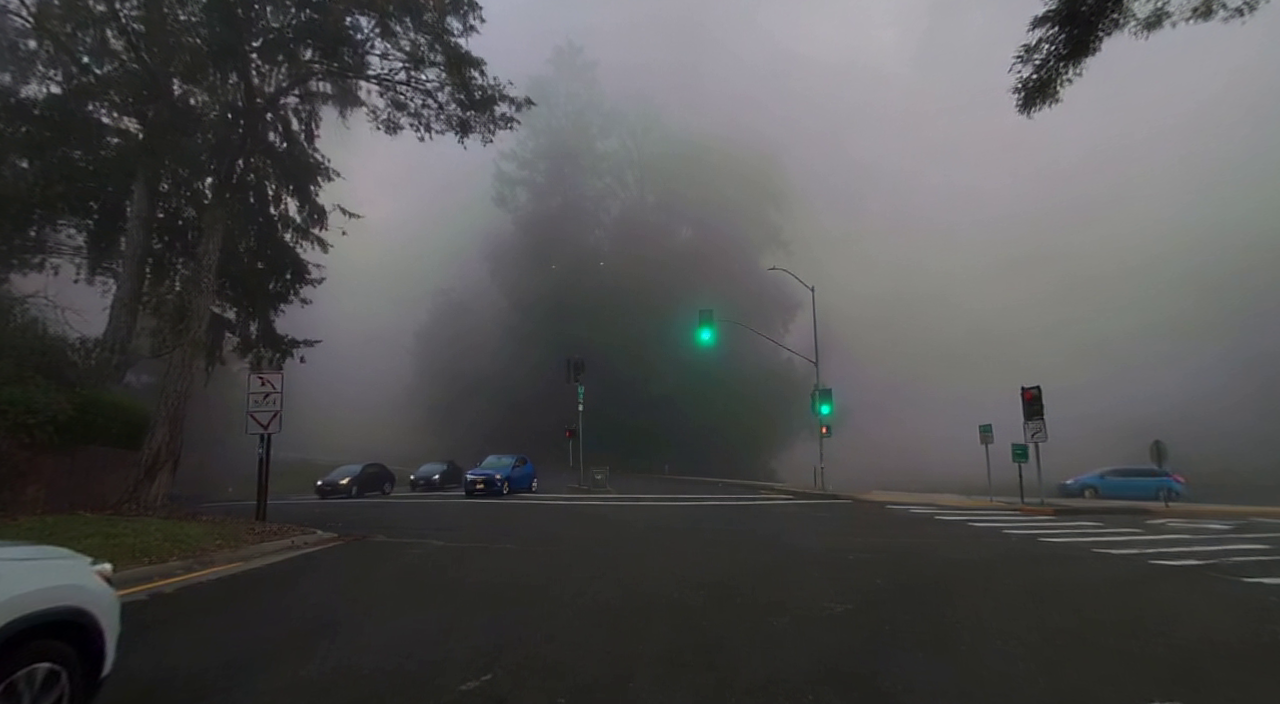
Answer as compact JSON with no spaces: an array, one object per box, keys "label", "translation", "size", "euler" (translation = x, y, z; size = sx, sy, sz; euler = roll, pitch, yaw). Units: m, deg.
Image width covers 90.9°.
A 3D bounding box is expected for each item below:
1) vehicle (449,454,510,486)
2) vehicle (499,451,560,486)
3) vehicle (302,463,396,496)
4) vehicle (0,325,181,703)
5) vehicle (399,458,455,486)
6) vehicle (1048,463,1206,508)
[{"label":"vehicle","translation":[-8.049,5.973,32.092],"size":[1.960,1.433,4.213],"euler":[0,-8,1]},{"label":"vehicle","translation":[-5.172,5.532,30.254],"size":[2.107,1.456,4.728],"euler":[0,-8,0]},{"label":"vehicle","translation":[-18.340,8.023,40.018],"size":[2.050,1.755,5.135],"euler":[-5,-10,28]},{"label":"vehicle","translation":[-3.475,0.579,0.846],"size":[2.242,1.761,4.505],"euler":[0,-8,1]},{"label":"vehicle","translation":[-16.334,9.218,48.530],"size":[2.111,1.925,4.507],"euler":[-2,-9,10]},{"label":"vehicle","translation":[19.865,5.442,25.954],"size":[4.571,1.621,2.113],"euler":[-2,-9,13]}]
